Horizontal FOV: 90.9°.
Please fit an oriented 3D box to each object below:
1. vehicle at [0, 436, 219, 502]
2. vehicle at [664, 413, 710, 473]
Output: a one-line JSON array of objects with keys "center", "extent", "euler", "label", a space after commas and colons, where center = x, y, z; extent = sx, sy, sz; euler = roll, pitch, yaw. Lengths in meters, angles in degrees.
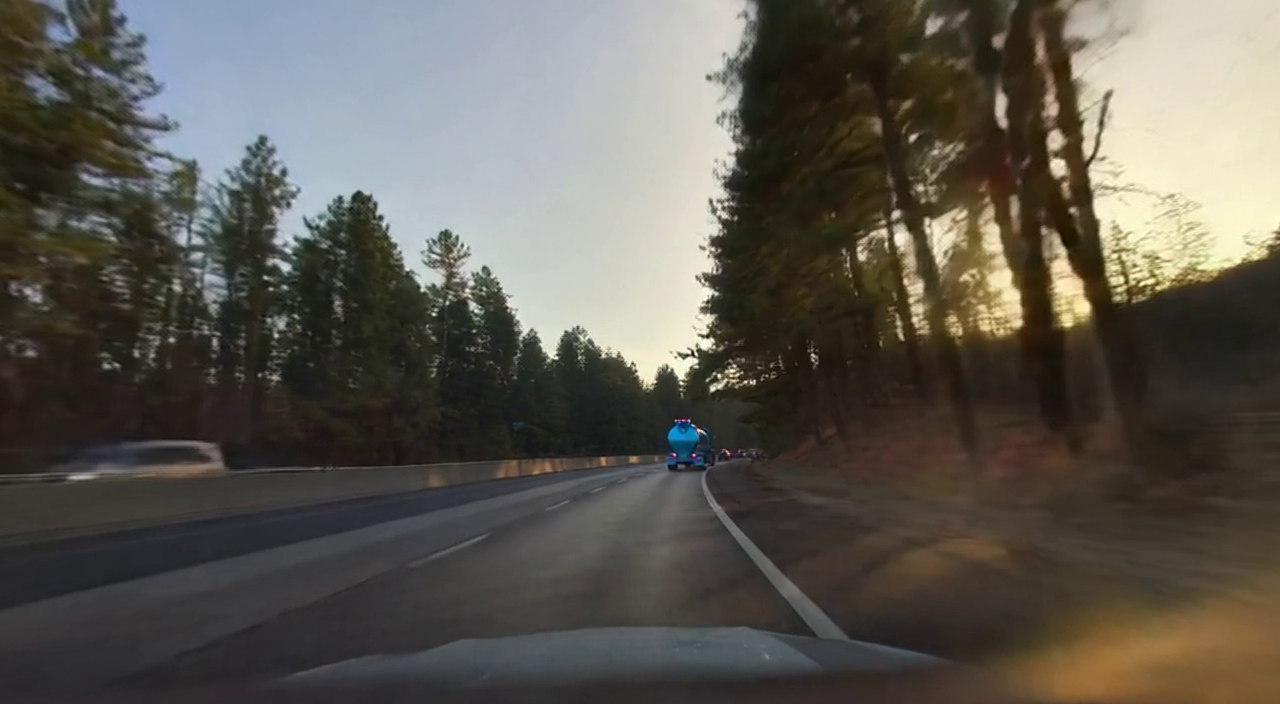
[{"center": [-13.987, 3.043, 16.861], "extent": [2.035, 1.503, 4.579], "euler": [-1, -8, 5], "label": "vehicle"}, {"center": [3.632, 6.782, 46.851], "extent": [2.907, 3.747, 13.318], "euler": [0, -9, 6], "label": "vehicle"}]
